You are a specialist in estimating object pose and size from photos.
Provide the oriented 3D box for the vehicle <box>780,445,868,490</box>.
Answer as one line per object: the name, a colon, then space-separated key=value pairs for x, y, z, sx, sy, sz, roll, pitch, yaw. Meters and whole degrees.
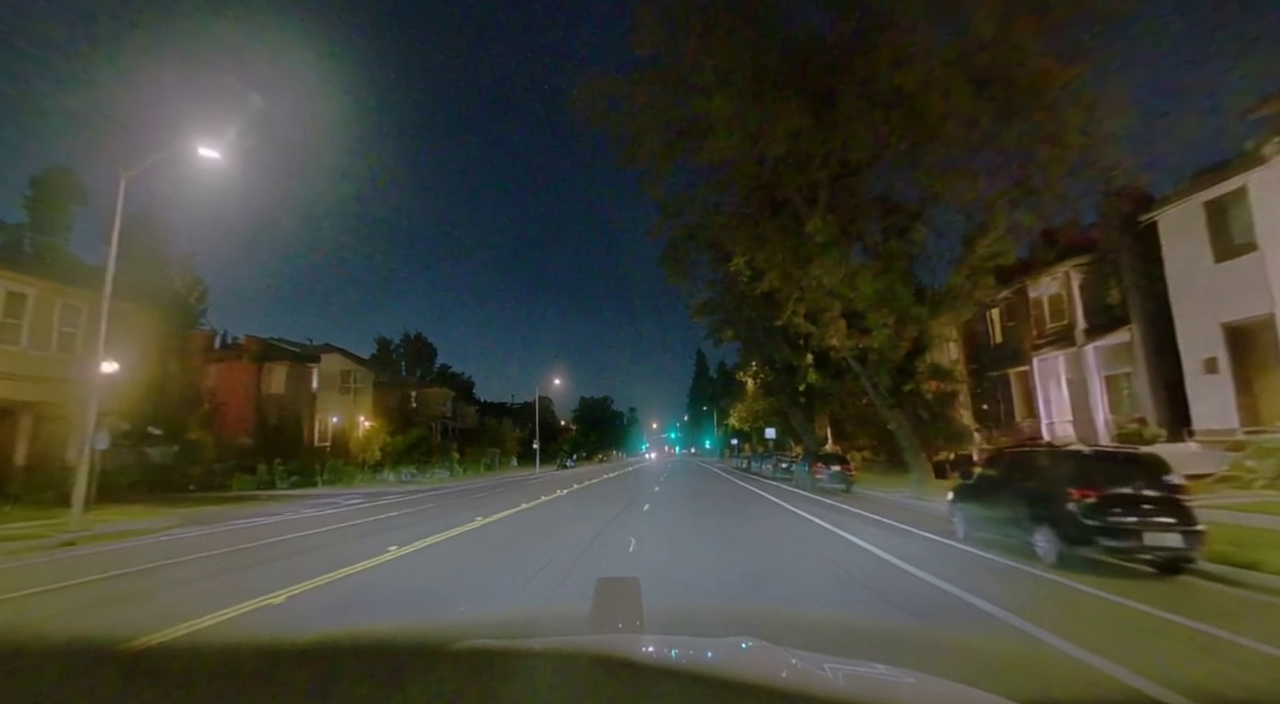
vehicle: x=6.815 y=4.309 z=23.927 sx=1.938 sy=1.464 sz=4.390 roll=-1 pitch=-8 yaw=0

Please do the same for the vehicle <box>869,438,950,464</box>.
vehicle: x=17.238 y=6.392 z=40.595 sx=4.293 sy=1.640 sz=1.861 roll=0 pitch=-10 yaw=2

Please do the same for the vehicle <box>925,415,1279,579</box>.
vehicle: x=5.966 y=1.819 z=8.594 sx=1.971 sy=1.558 sz=4.895 roll=-1 pitch=-10 yaw=1
